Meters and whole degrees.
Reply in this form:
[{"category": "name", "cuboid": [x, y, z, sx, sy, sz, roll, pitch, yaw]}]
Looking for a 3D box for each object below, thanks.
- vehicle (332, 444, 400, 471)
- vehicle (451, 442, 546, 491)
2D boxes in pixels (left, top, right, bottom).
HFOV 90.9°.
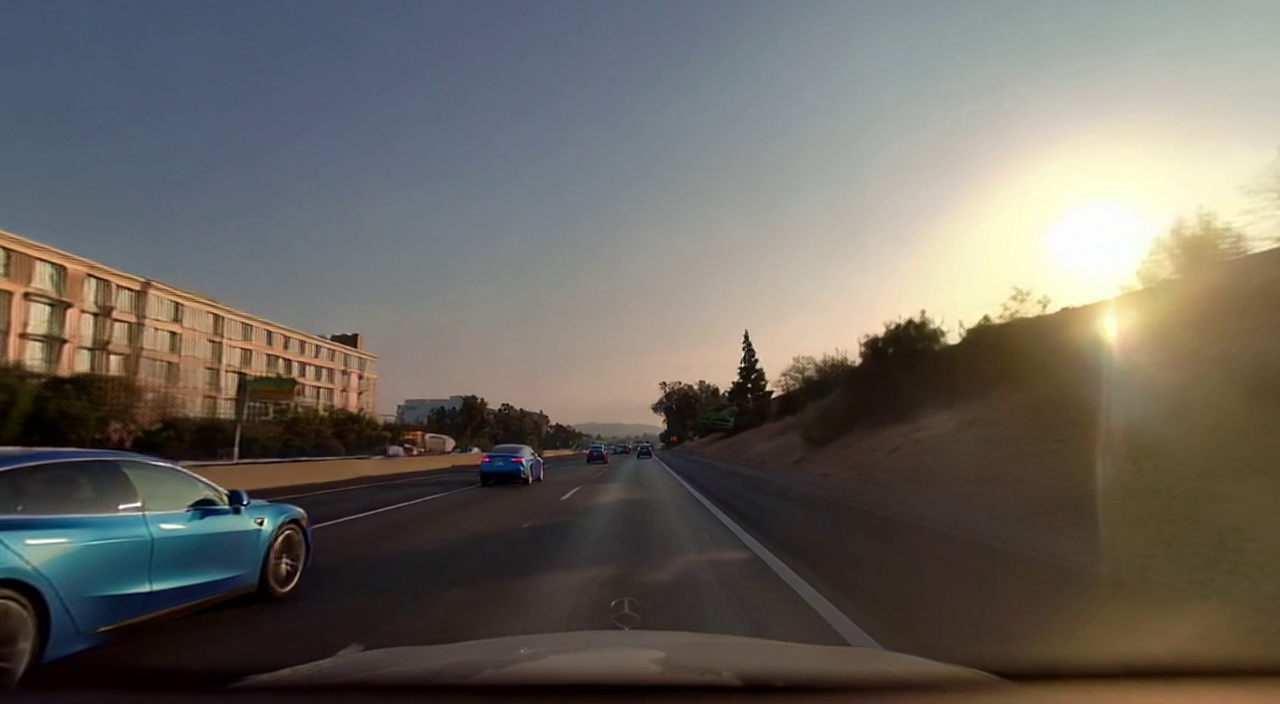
[{"category": "vehicle", "cuboid": [-17.066, 6.572, 39.556, 2.067, 1.558, 4.631, 0, -8, 1]}, {"category": "vehicle", "cuboid": [-4.589, 3.764, 21.148, 2.083, 1.471, 4.350, 0, -8, 1]}]
